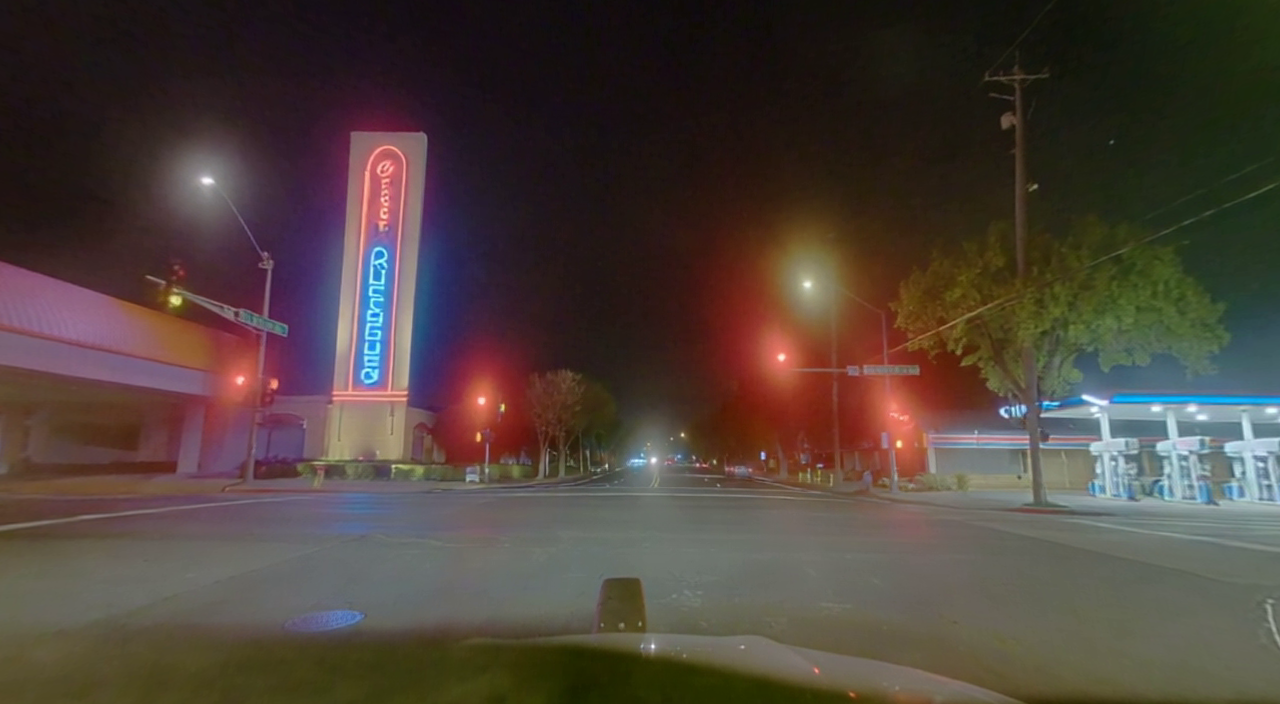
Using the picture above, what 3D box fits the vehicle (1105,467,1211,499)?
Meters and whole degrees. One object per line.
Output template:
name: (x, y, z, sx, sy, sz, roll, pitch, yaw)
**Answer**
vehicle: (28.014, 7.069, 34.308, 1.897, 1.466, 4.211, 1, -8, -6)
